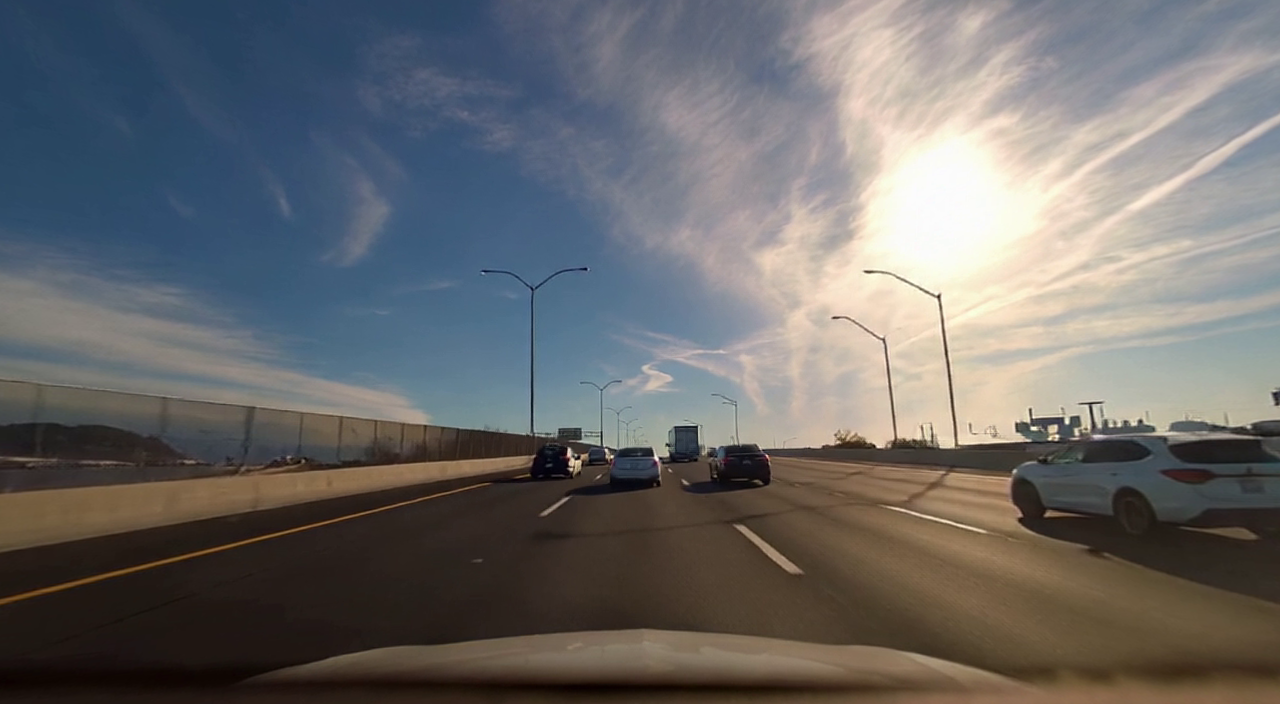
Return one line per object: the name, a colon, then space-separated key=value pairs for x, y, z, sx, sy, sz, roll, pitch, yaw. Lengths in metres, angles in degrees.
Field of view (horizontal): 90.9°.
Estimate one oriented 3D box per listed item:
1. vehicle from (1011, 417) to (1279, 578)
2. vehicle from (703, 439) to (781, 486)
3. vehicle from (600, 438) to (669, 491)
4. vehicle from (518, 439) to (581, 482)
vehicle: x=6.902 y=1.679 z=8.075 sx=1.860 sy=1.520 sz=3.961 roll=0 pitch=-8 yaw=0
vehicle: x=3.436 y=3.809 z=22.113 sx=1.942 sy=1.453 sz=4.329 roll=0 pitch=-8 yaw=-1
vehicle: x=-0.150 y=3.771 z=21.576 sx=2.067 sy=1.555 sz=4.851 roll=0 pitch=-8 yaw=0
vehicle: x=-3.695 y=4.514 z=26.552 sx=2.036 sy=1.669 sz=4.112 roll=0 pitch=-8 yaw=0
